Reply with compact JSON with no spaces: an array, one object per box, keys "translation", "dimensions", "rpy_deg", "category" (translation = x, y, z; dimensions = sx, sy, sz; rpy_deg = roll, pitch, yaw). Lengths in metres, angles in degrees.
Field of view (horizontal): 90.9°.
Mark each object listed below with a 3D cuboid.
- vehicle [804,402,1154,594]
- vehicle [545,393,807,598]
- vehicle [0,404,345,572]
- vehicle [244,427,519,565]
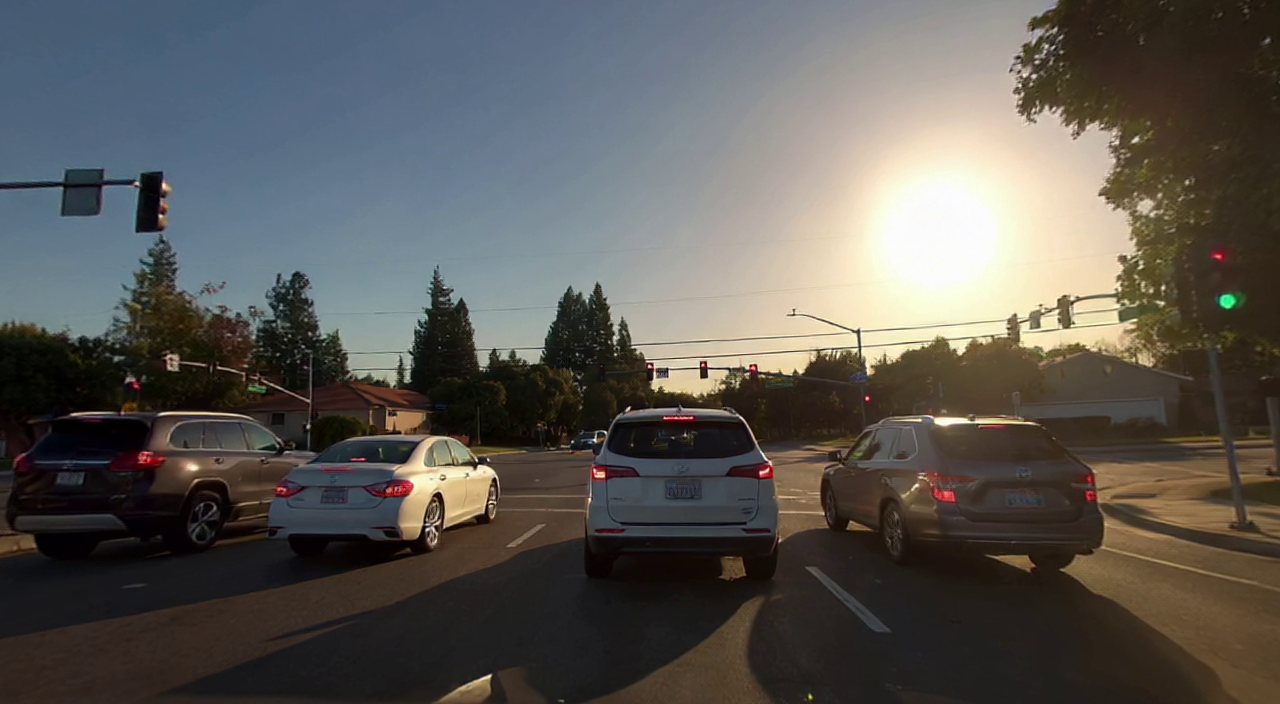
[{"translation":[3.513,1.592,7.739],"dimensions":[2.047,1.638,4.395],"rpy_deg":[-1,-8,4],"category":"vehicle"},{"translation":[0.378,1.520,7.488],"dimensions":[2.198,1.708,4.170],"rpy_deg":[0,-8,2],"category":"vehicle"},{"translation":[-6.647,1.826,9.298],"dimensions":[2.075,1.796,4.785],"rpy_deg":[0,-8,2],"category":"vehicle"},{"translation":[-3.250,1.885,9.091],"dimensions":[1.885,1.475,4.359],"rpy_deg":[-1,-8,4],"category":"vehicle"}]
